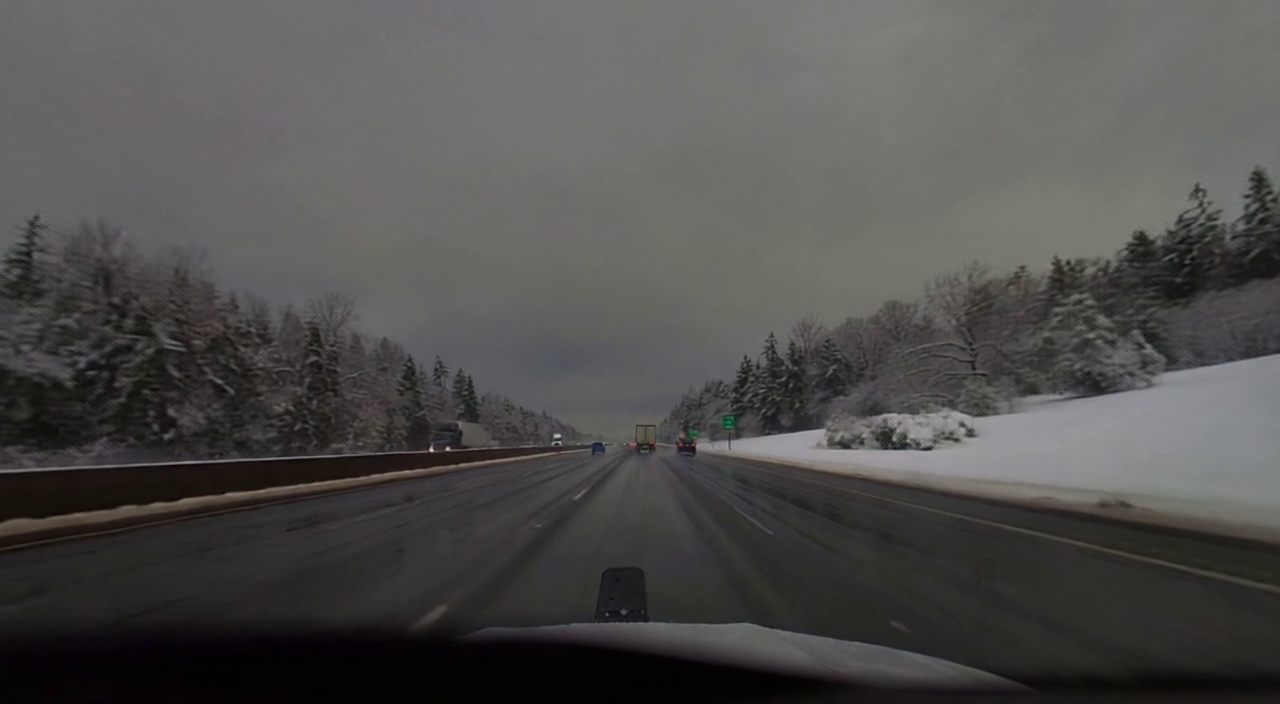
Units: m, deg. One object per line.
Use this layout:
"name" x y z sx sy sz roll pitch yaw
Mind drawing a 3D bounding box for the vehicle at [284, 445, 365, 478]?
"vehicle" -15.816 5.479 31.793 1.878 1.513 4.210 0 -8 1
